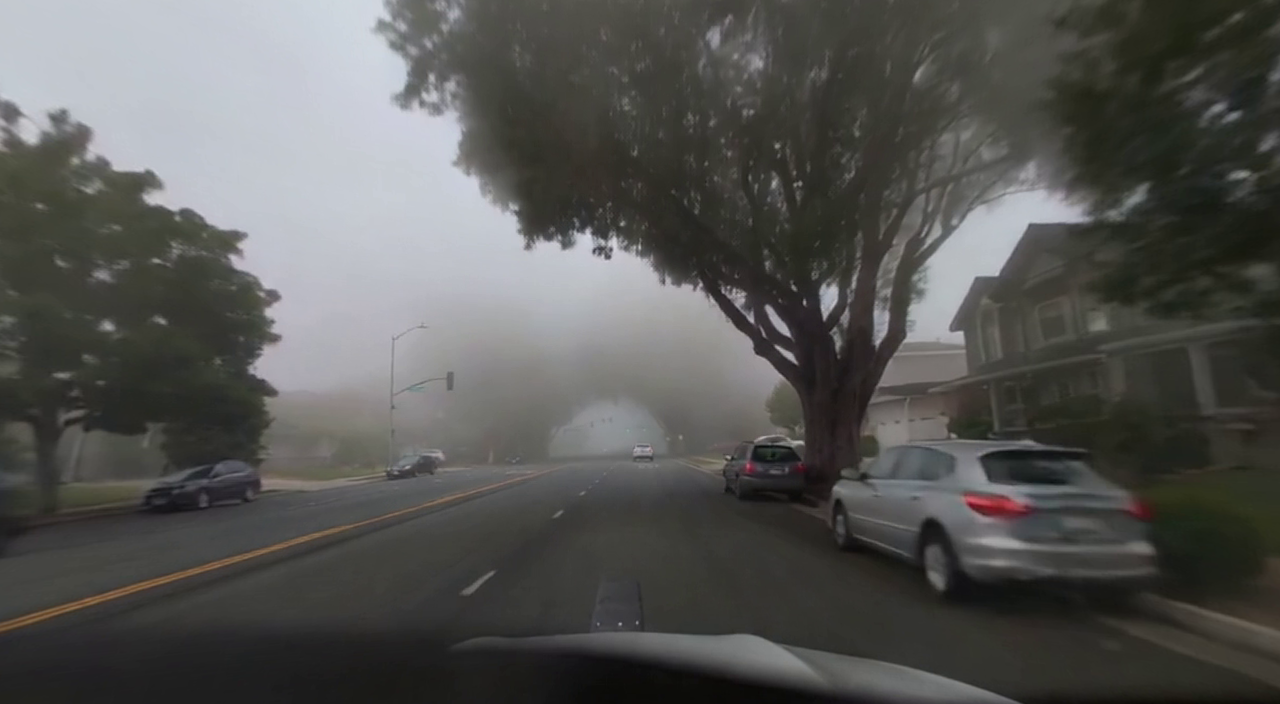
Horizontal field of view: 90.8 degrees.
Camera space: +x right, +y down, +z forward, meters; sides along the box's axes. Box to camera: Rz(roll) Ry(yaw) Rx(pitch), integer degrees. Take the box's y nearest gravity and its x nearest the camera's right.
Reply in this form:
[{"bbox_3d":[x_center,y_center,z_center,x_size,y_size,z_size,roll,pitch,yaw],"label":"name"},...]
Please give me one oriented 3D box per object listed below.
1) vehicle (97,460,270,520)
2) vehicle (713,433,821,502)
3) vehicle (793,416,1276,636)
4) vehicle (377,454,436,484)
[{"bbox_3d":[-13.814,4.159,19.573,2.021,1.513,4.568,0,-9,-1],"label":"vehicle"},{"bbox_3d":[3.414,3.228,17.980,2.078,1.679,4.562,0,-9,-1],"label":"vehicle"},{"bbox_3d":[3.468,1.648,7.209,2.034,1.551,5.272,0,-9,-1],"label":"vehicle"},{"bbox_3d":[-13.914,6.936,37.886,1.876,1.495,4.647,-4,-9,-2],"label":"vehicle"}]
